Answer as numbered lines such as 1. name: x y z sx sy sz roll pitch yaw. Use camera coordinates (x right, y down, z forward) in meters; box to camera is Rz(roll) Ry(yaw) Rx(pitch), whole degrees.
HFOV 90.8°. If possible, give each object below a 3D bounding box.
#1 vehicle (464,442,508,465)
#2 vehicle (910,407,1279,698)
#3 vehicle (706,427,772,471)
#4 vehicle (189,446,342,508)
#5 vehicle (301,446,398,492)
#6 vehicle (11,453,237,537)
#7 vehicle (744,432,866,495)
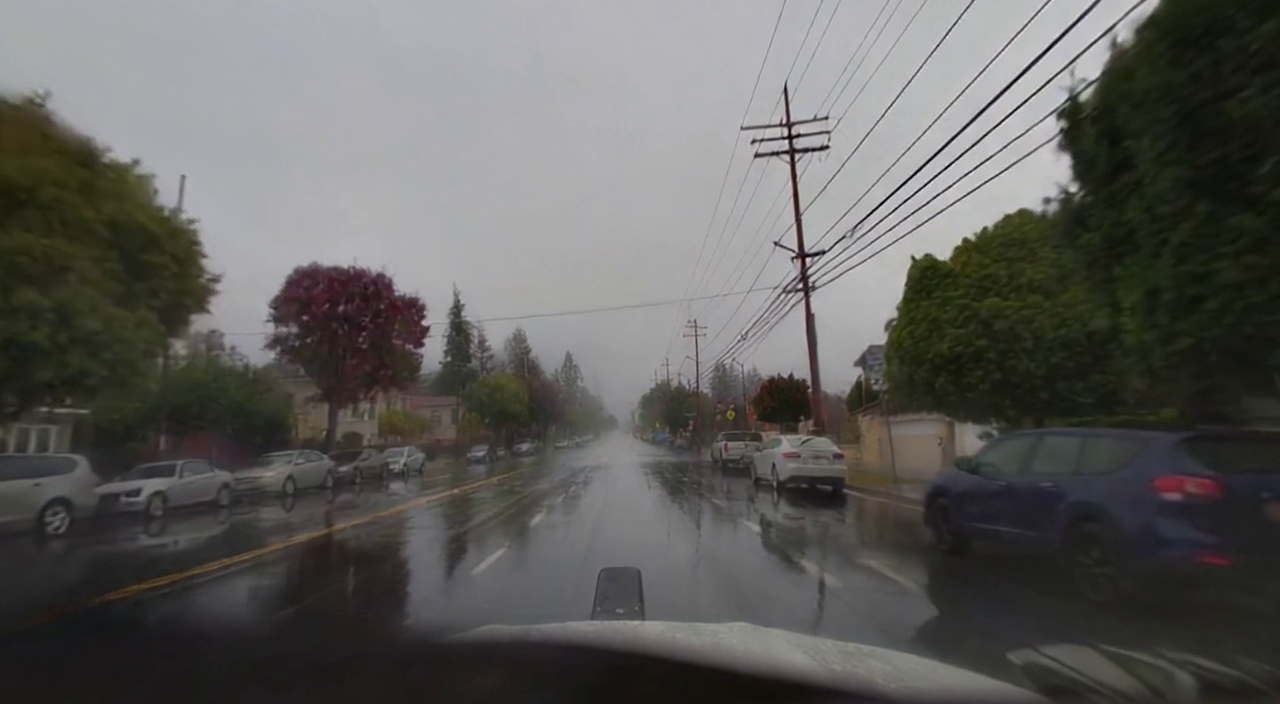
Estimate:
1. vehicle: -11.472 7.559 47.323 1.970 1.523 4.702 -1 -8 2
2. vehicle: 4.368 1.353 5.632 1.960 1.512 4.606 0 -8 1
3. vehicle: 4.346 4.314 28.469 2.126 1.802 4.259 0 -8 -2
4. vehicle: -11.035 3.667 19.120 1.955 1.522 4.759 0 -8 -3
5. vehicle: -11.021 4.425 24.366 1.804 1.513 4.450 0 -8 -2
6. vehicle: -11.177 3.056 14.133 1.689 1.461 4.008 0 -8 -1
7. vehicle: 4.251 2.919 17.111 1.989 1.471 4.460 0 -8 -1
